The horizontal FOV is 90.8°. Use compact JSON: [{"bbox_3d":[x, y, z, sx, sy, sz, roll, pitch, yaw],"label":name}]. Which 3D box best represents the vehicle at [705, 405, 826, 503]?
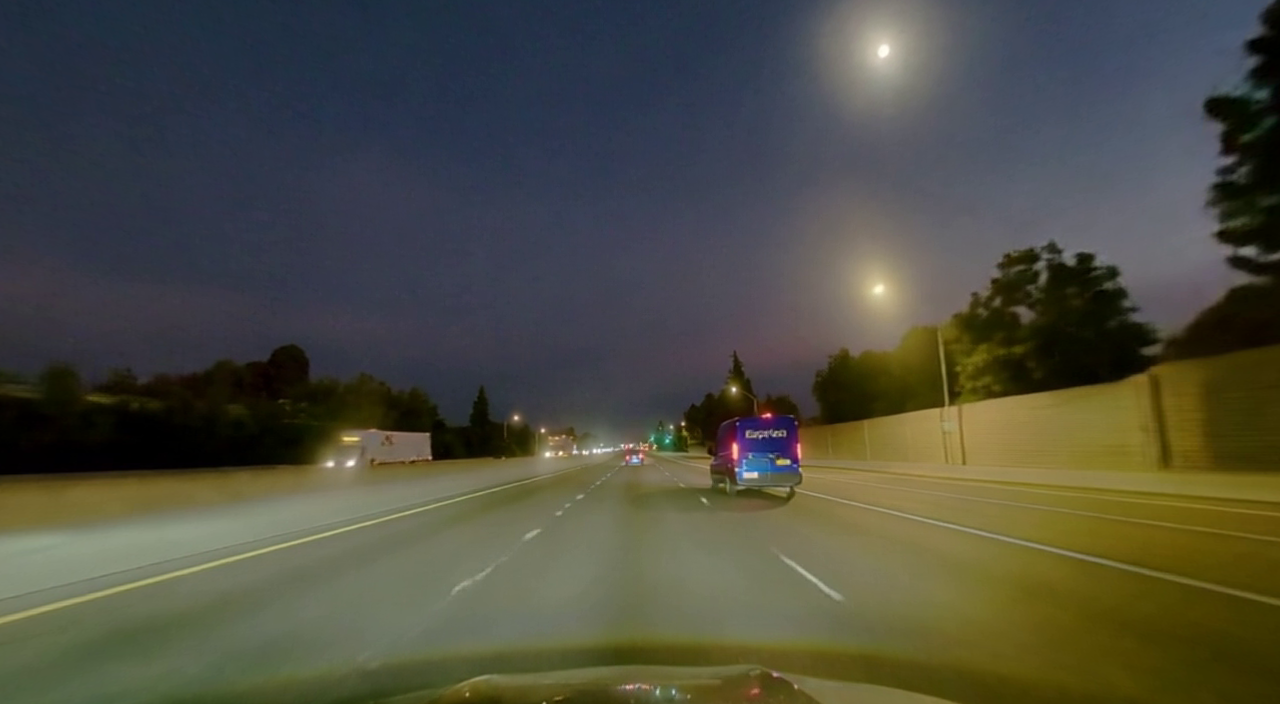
[{"bbox_3d":[3.628,3.170,19.708,2.373,2.561,5.922,0,-9,-2],"label":"vehicle"}]
